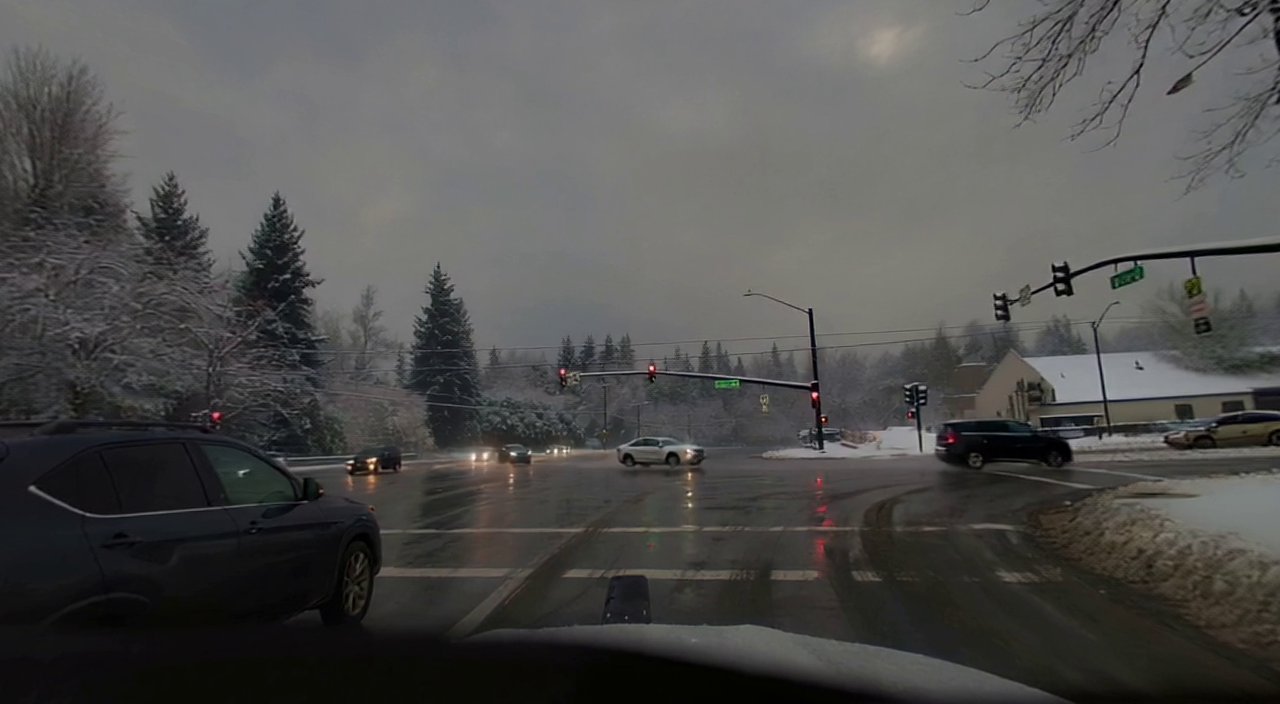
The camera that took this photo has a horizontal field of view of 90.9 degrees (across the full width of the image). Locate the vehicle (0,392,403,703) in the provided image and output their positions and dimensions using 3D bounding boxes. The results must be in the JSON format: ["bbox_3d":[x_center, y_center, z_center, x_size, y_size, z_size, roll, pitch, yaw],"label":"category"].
[{"bbox_3d":[-2.950,0.989,2.728,1.924,1.482,4.734,0,-8,1],"label":"vehicle"}]

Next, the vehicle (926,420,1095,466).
[{"bbox_3d":[14.337,3.573,24.732,5.268,1.687,1.942,-2,-9,11],"label":"vehicle"}]

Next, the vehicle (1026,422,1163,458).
[{"bbox_3d":[19.917,3.867,27.744,4.552,1.492,2.002,0,-9,-4],"label":"vehicle"}]

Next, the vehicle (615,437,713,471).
[{"bbox_3d":[1.082,4.757,29.605,4.180,1.478,1.986,-7,-11,36],"label":"vehicle"}]

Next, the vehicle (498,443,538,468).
[{"bbox_3d":[-7.592,6.370,38.919,1.841,1.450,4.364,3,-9,-18],"label":"vehicle"}]

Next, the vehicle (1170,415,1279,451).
[{"bbox_3d":[26.859,3.657,28.407,4.240,1.540,1.944,0,-9,-4],"label":"vehicle"}]
